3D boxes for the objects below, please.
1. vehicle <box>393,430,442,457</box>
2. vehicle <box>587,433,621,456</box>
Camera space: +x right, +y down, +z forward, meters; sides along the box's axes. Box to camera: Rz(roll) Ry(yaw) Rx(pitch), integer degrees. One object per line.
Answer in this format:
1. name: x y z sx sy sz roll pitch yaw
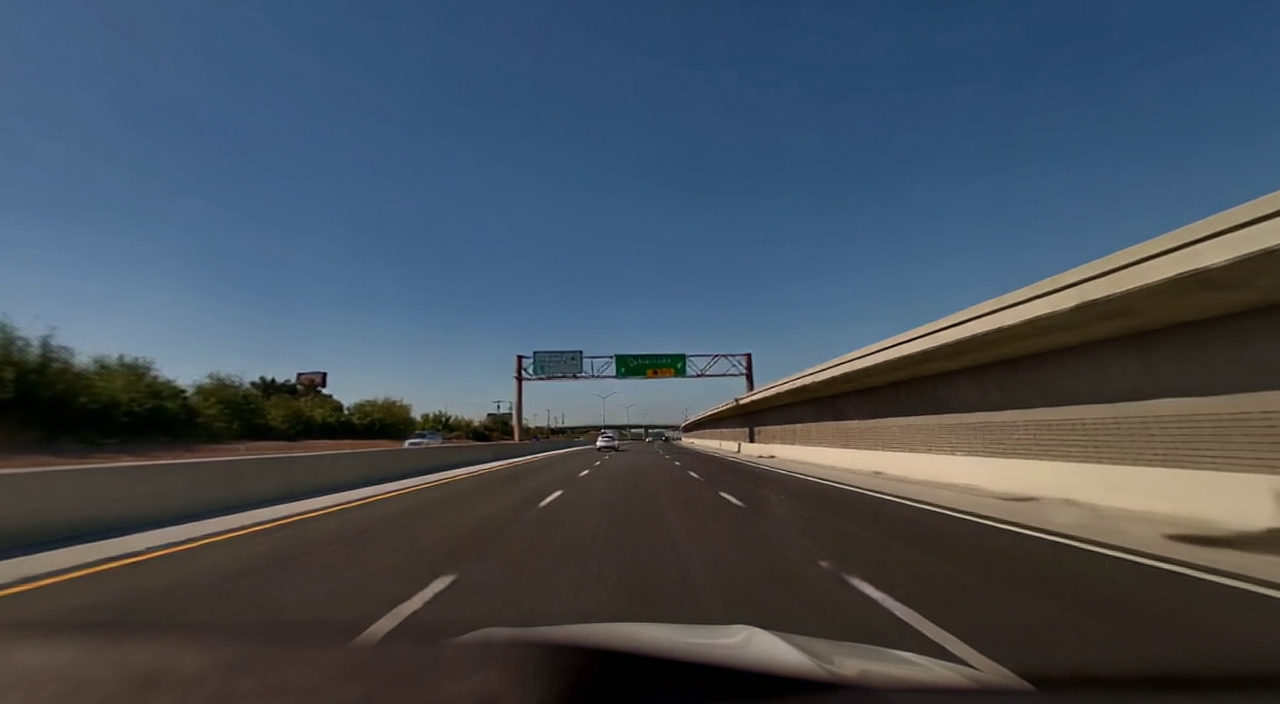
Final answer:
1. vehicle: -17.255 7.087 49.156 2.099 1.969 4.815 0 -8 0
2. vehicle: -2.517 6.642 45.400 2.148 1.603 4.513 0 -8 1
